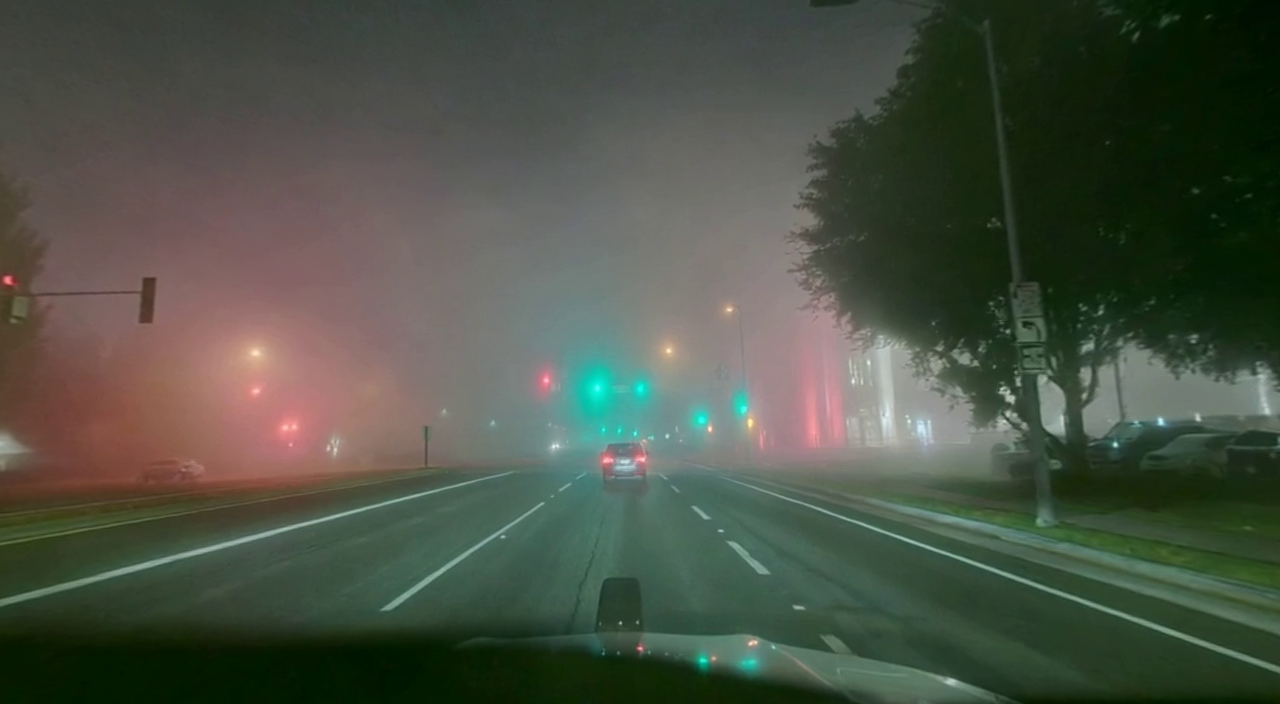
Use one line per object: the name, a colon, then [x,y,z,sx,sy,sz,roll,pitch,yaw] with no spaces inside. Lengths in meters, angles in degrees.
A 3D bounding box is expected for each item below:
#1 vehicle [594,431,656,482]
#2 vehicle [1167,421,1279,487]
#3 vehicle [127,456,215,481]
vehicle: [-0.565,3.908,23.806,2.130,1.711,4.038,0,-9,-1]
vehicle: [16.132,2.551,16.206,3.499,1.419,1.792,-4,-8,-1]
vehicle: [-35.000,8.690,47.234,4.884,1.736,2.049,0,-9,-1]
